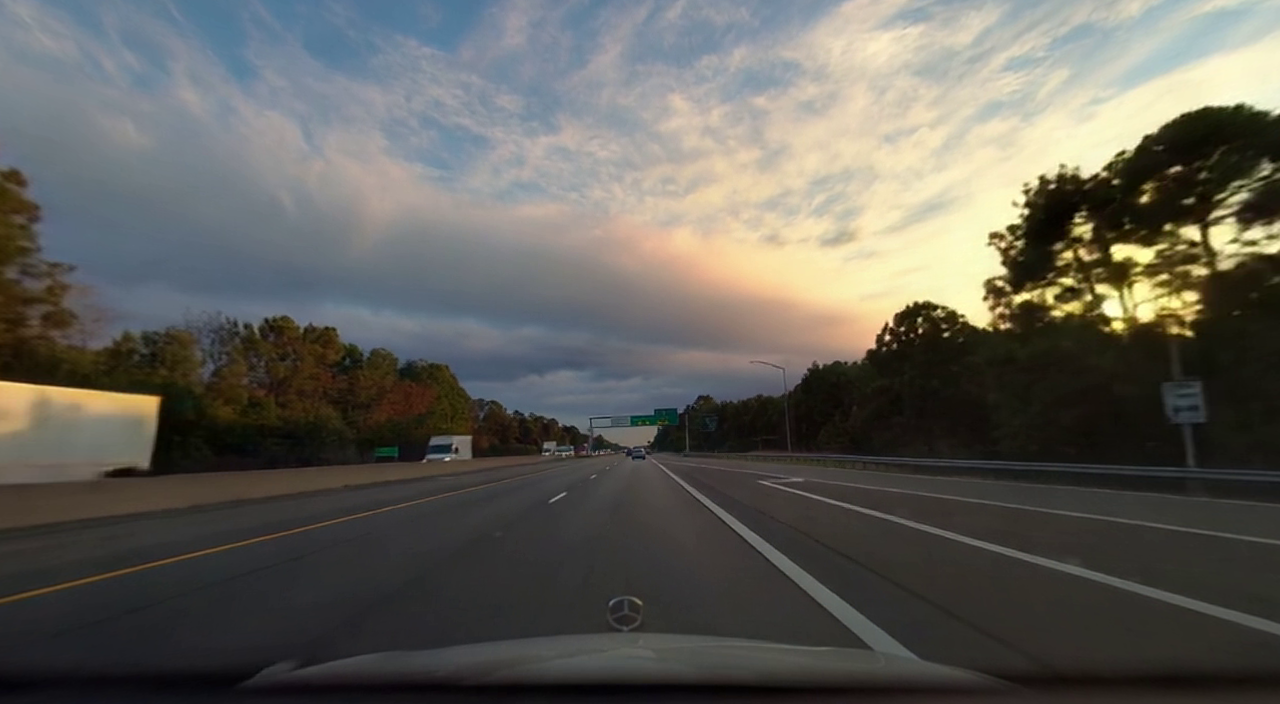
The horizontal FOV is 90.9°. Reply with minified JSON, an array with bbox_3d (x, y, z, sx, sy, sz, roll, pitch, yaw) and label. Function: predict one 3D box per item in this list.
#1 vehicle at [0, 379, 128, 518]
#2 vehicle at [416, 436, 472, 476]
[{"bbox_3d":[-18.101,2.410,15.731,2.824,3.571,9.191,0,-9,0],"label":"vehicle"},{"bbox_3d":[-14.378,7.651,46.665,2.285,2.710,6.085,0,-9,-1],"label":"vehicle"}]
